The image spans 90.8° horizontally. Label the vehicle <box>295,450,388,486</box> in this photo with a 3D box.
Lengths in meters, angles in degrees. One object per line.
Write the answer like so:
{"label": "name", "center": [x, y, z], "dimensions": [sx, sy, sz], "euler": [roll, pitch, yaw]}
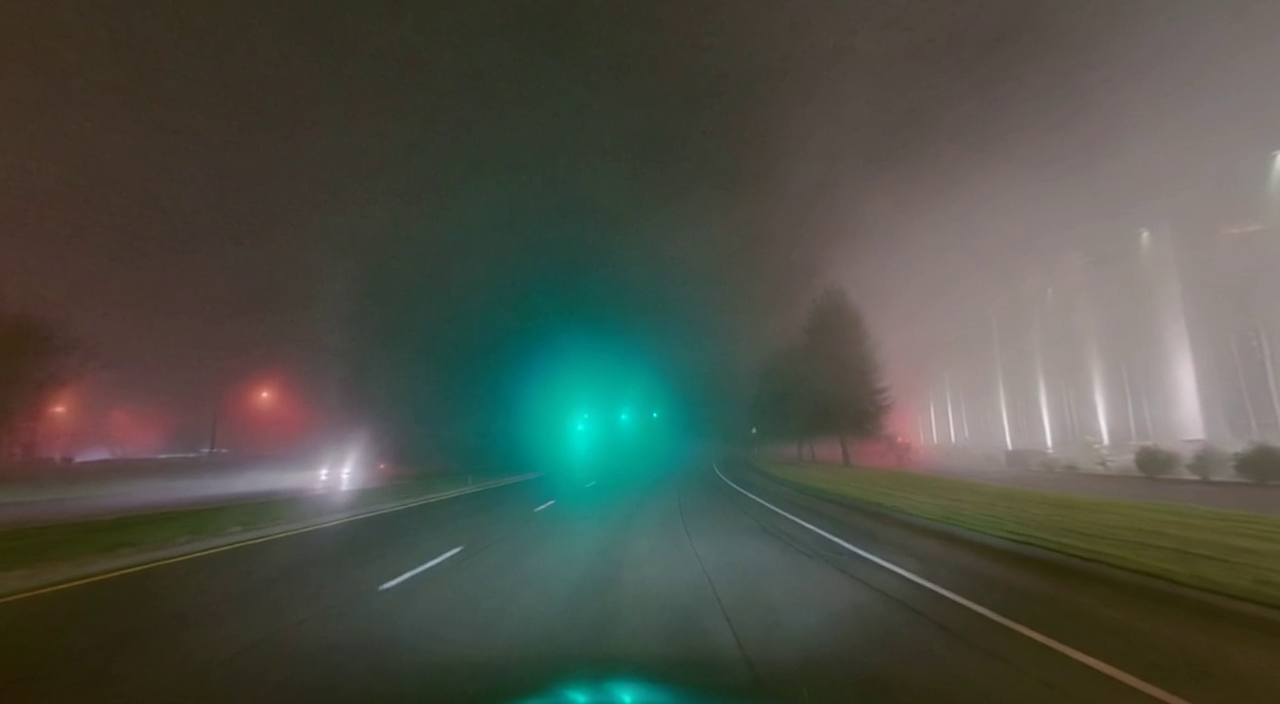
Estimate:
{"label": "vehicle", "center": [-14.028, 5.461, 30.013], "dimensions": [1.842, 1.529, 4.356], "euler": [-2, -9, 8]}
